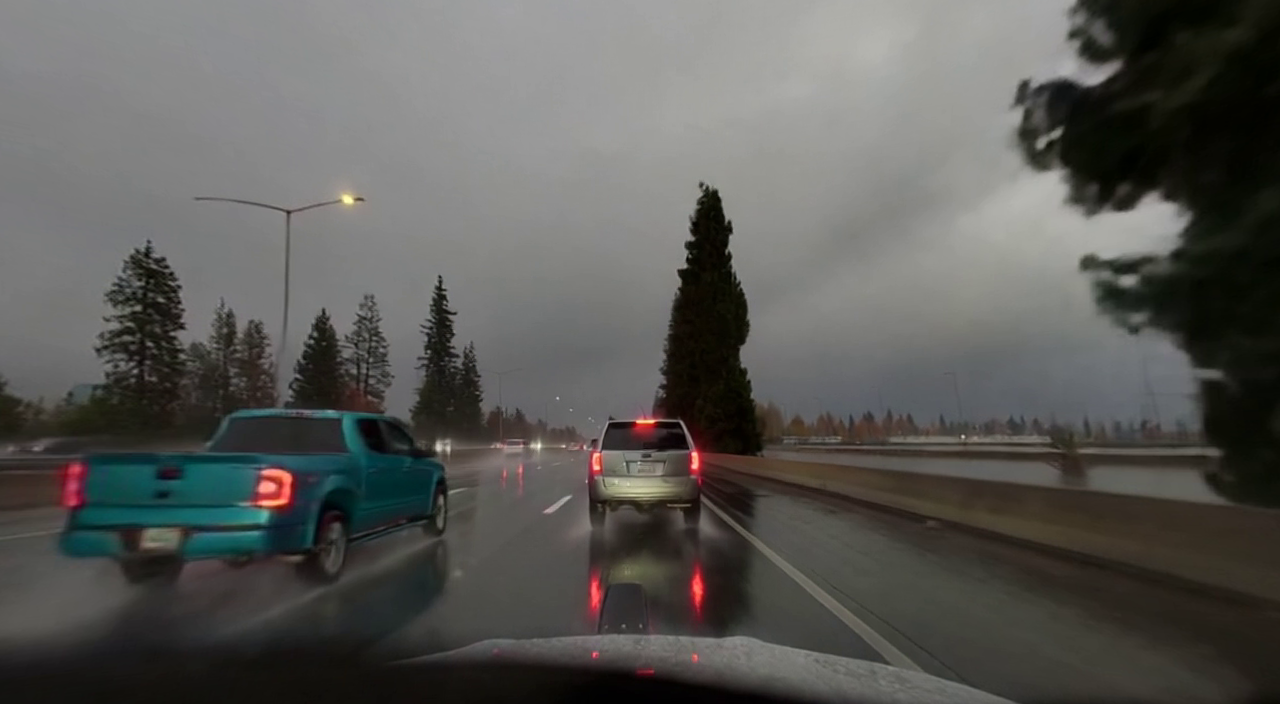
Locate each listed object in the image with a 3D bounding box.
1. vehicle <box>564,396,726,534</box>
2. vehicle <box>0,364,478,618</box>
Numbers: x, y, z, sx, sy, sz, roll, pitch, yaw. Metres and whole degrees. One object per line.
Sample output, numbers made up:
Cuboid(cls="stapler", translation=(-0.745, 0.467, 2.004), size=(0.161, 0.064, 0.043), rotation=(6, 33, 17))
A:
Cuboid(cls="vehicle", translation=(0.061, 2.018, 11.768), size=(2.395, 2.013, 4.734), rotation=(0, -8, 0))
Cuboid(cls="vehicle", translation=(-4.026, 1.481, 7.733), size=(2.486, 1.962, 5.525), rotation=(-1, -8, 2))
